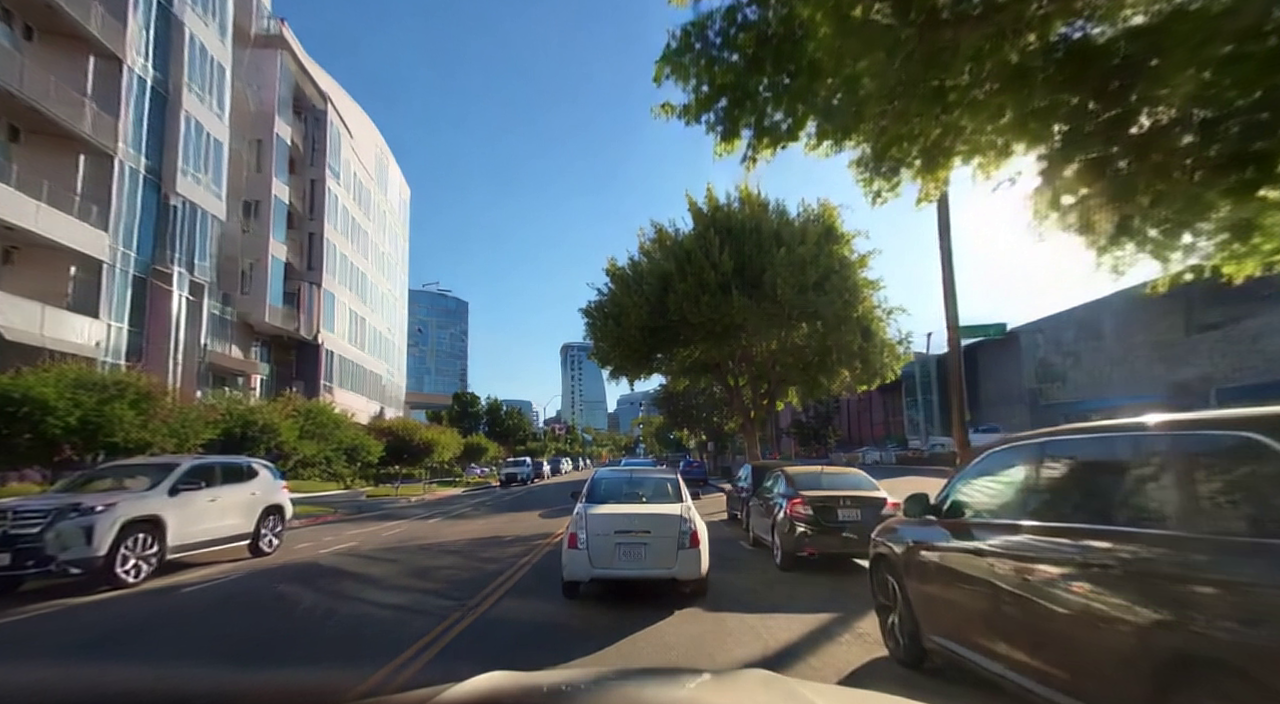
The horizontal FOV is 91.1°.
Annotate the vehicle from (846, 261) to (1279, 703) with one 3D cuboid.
[{"bbox_3d":[2.739,0.990,3.185,1.868,1.920,4.501,1,-10,1],"label":"vehicle"}]

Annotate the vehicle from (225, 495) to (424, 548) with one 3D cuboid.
[{"bbox_3d":[-6.938,3.841,14.592,2.223,0.774,4.789,1,-10,0],"label":"vehicle"}]

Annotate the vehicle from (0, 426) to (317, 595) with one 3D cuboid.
[{"bbox_3d":[-6.768,2.164,8.920,1.994,1.701,4.520,-3,-12,-1],"label":"vehicle"}]

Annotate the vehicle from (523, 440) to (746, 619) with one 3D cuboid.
[{"bbox_3d":[-0.037,1.951,7.613,2.018,1.583,3.646,1,-10,0],"label":"vehicle"}]

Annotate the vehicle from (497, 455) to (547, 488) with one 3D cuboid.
[{"bbox_3d":[-6.720,6.924,36.121,2.024,1.654,4.396,-3,-12,0],"label":"vehicle"}]
